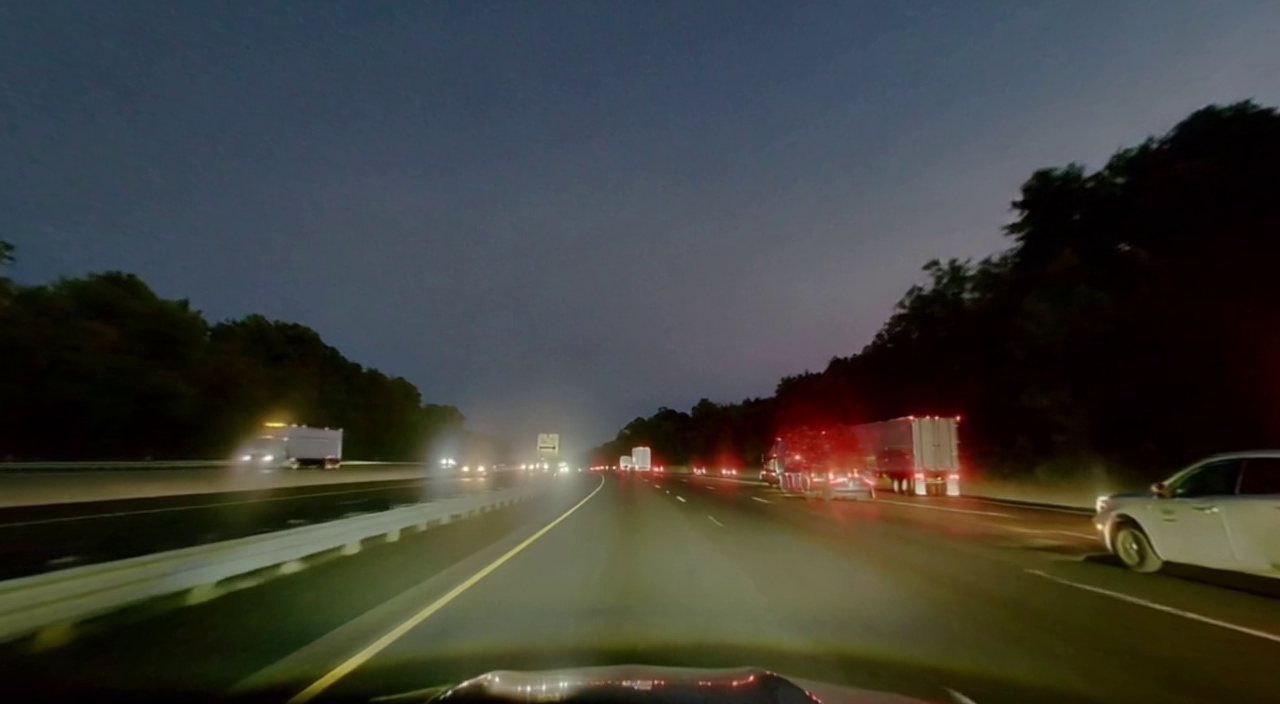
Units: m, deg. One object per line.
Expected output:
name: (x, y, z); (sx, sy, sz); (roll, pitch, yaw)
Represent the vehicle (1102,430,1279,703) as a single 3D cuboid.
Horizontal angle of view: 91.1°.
vehicle: (4.127, 0.938, 1.877); (1.965, 1.502, 4.599); (1, -10, 0)
